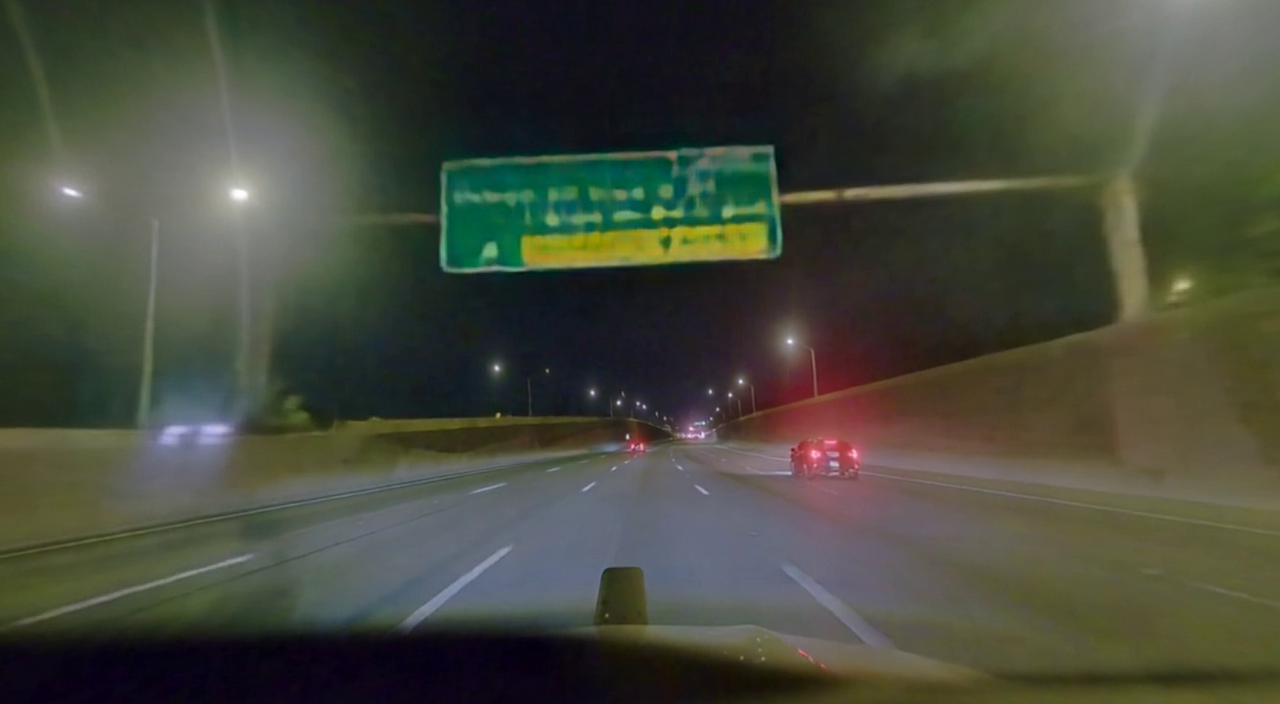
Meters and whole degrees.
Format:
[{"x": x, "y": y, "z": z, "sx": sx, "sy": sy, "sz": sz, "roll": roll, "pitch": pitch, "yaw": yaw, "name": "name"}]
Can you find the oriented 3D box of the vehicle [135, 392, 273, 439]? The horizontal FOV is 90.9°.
[{"x": -14.777, "y": 2.251, "z": 21.683, "sx": 1.958, "sy": 1.431, "sz": 3.739, "roll": -1, "pitch": -8, "yaw": 2, "name": "vehicle"}]
